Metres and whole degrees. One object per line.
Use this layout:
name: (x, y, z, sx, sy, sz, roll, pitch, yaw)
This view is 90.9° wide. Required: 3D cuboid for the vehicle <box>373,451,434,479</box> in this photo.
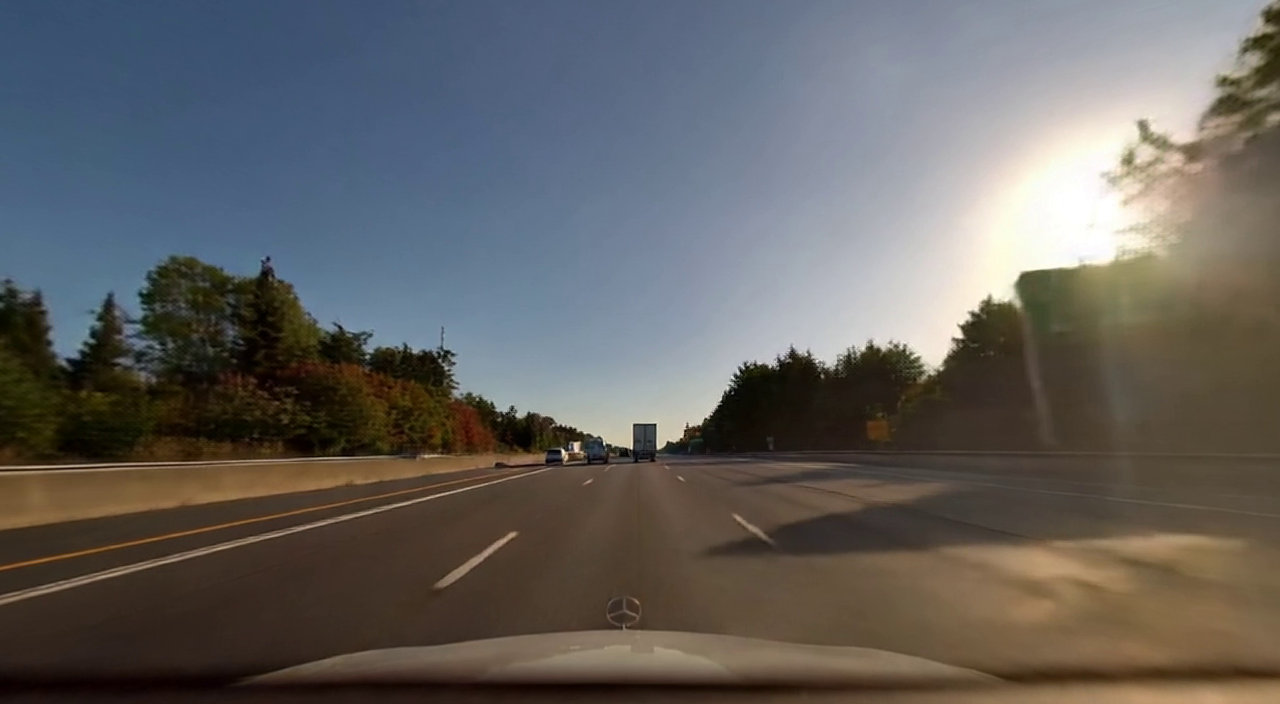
vehicle: (-13.593, 6.499, 36.460, 1.829, 1.456, 4.195, 0, -9, 1)
